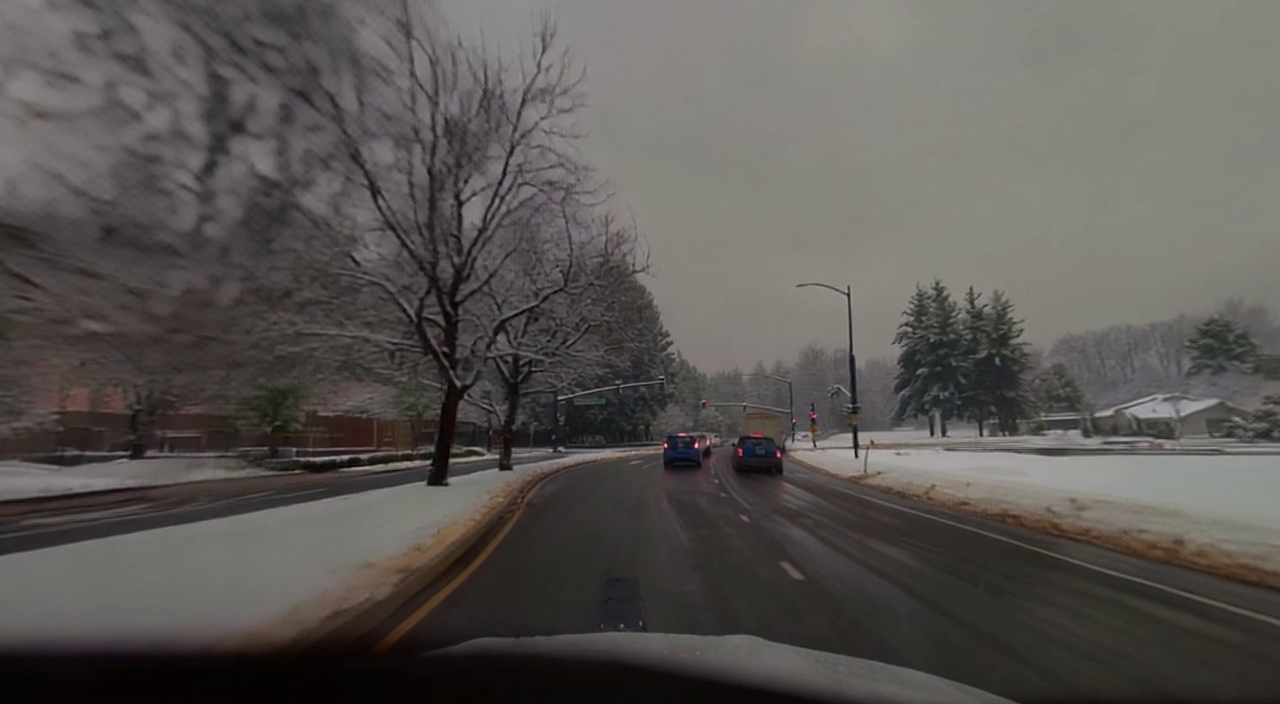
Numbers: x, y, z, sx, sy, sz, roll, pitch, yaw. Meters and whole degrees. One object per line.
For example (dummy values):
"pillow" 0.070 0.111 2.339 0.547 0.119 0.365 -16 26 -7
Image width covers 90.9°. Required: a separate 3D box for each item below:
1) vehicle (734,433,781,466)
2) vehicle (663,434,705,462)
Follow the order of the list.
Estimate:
"vehicle" 5.777 4.844 31.518 1.989 1.497 4.436 -1 -8 6
"vehicle" 2.506 5.339 35.140 2.066 1.482 4.273 -1 -8 8
